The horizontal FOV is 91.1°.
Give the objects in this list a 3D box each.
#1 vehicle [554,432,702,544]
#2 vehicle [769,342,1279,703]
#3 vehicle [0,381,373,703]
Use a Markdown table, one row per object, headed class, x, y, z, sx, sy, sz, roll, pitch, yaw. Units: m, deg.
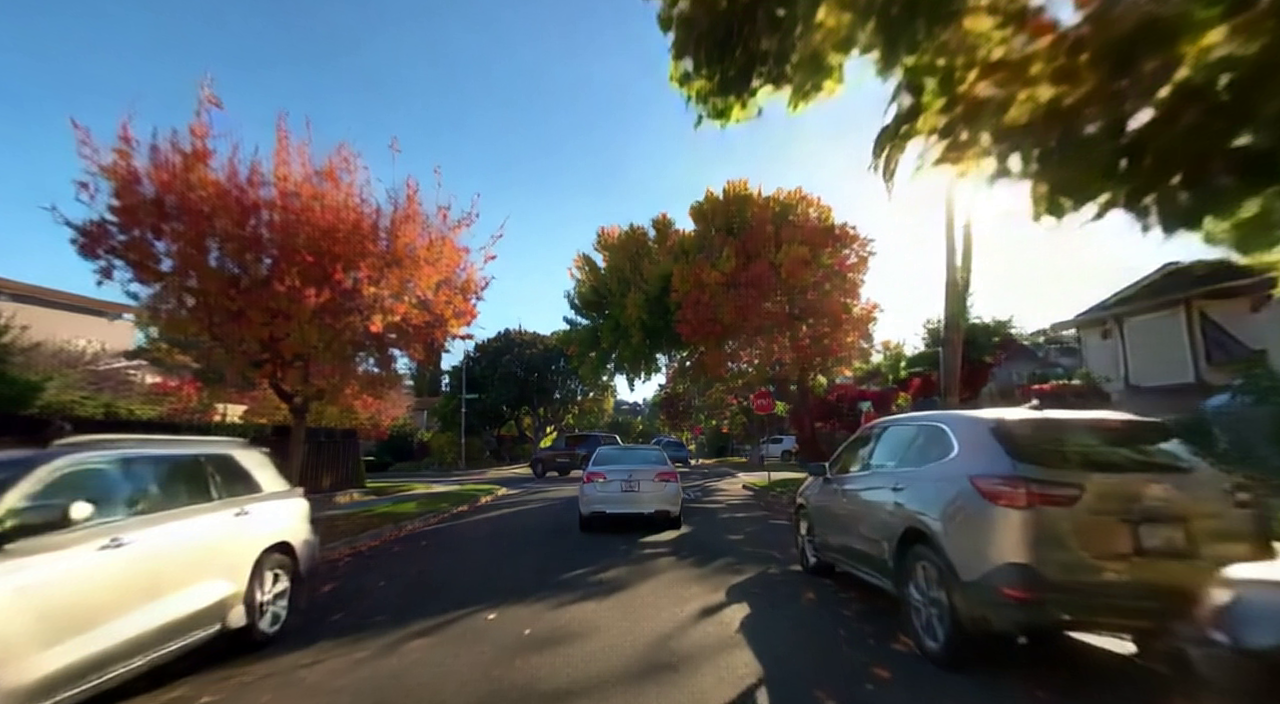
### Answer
| class | x | y | z | sx | sy | sz | roll | pitch | yaw |
| --- | --- | --- | --- | --- | --- | --- | --- | --- | --- |
| vehicle | -0.152 | 2.165 | 10.659 | 2.010 | 1.499 | 4.107 | 0 | -9 | 0 |
| vehicle | 2.596 | 1.209 | 4.999 | 2.179 | 1.813 | 4.815 | 0 | -8 | 1 |
| vehicle | -3.377 | 1.118 | 3.494 | 1.965 | 1.657 | 4.104 | 0 | -8 | 0 |
